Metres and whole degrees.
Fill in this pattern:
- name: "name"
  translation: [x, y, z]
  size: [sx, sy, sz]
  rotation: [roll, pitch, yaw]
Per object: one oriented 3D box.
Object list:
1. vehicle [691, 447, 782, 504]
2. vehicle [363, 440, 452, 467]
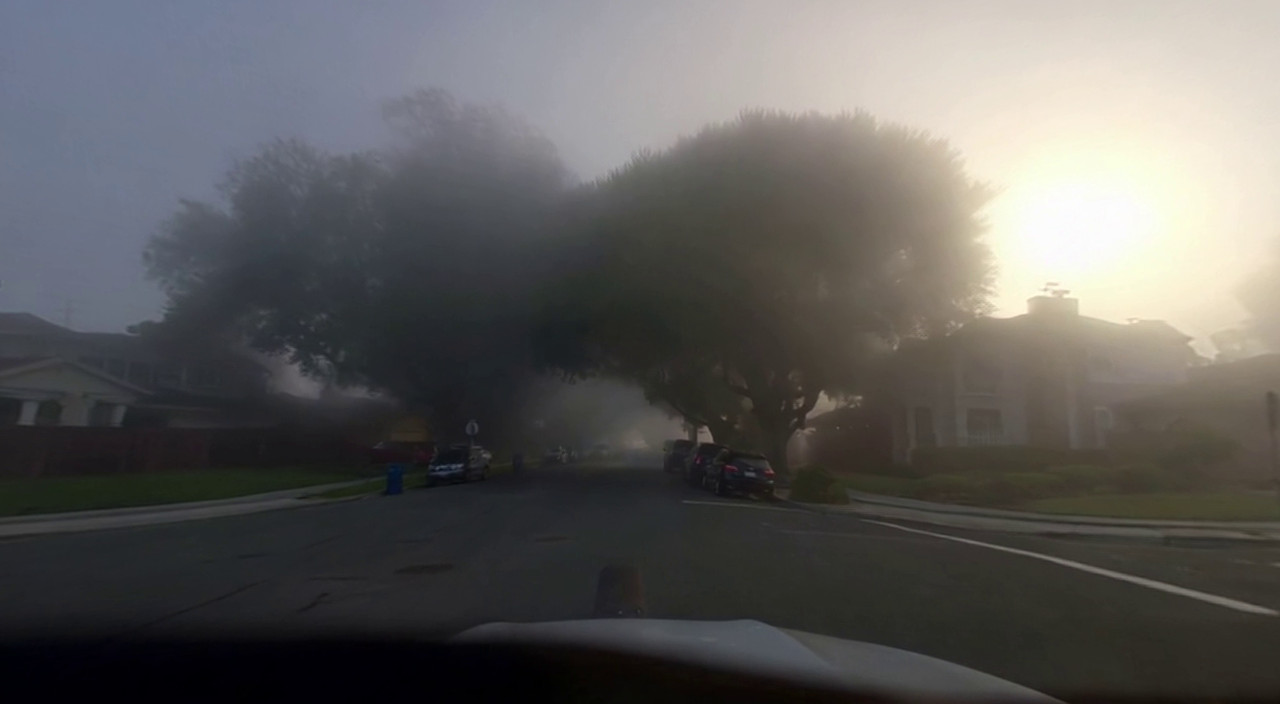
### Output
- name: "vehicle"
  translation: [2.787, 3.669, 19.251]
  size: [1.881, 1.487, 4.183]
  rotation: [1, -8, -3]
- name: "vehicle"
  translation: [-13.515, 5.930, 36.972]
  size: [4.423, 1.522, 1.961]
  rotation: [0, -8, -2]
